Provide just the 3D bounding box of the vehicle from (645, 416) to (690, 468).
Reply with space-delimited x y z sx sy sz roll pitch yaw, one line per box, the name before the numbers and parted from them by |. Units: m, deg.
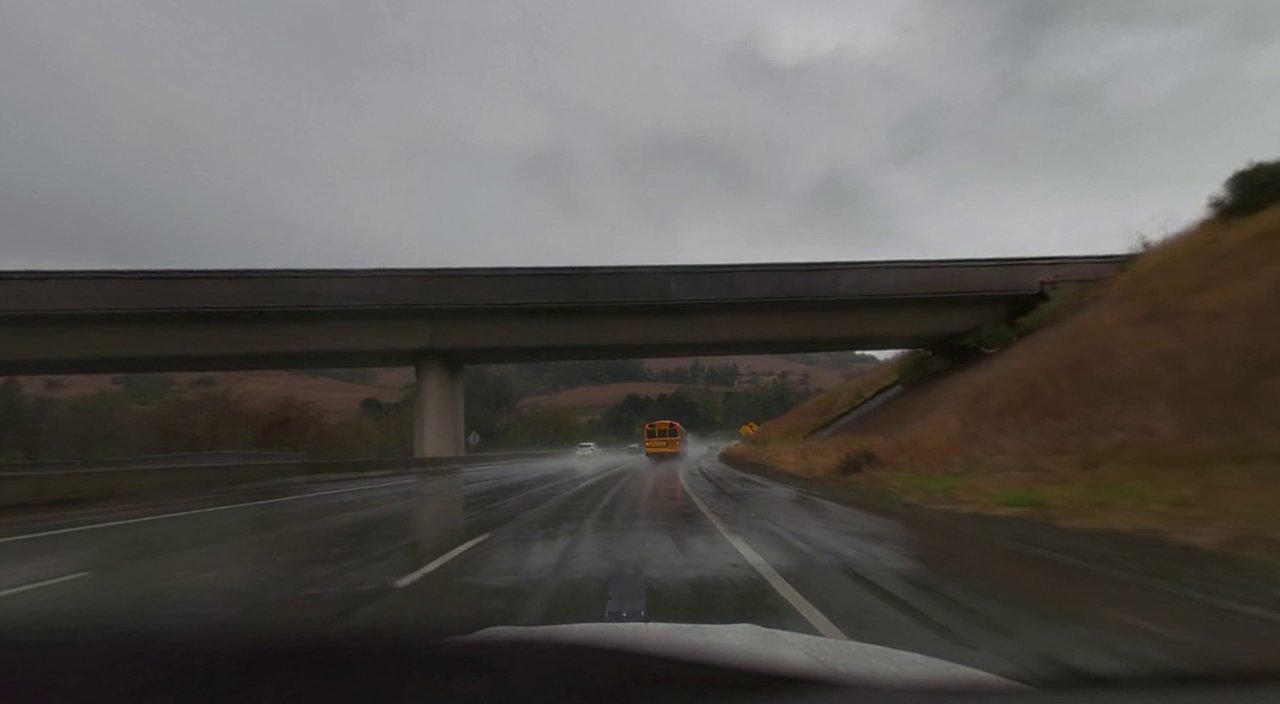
vehicle | 2.090 6.634 46.305 2.945 3.295 10.406 -1 -8 3
